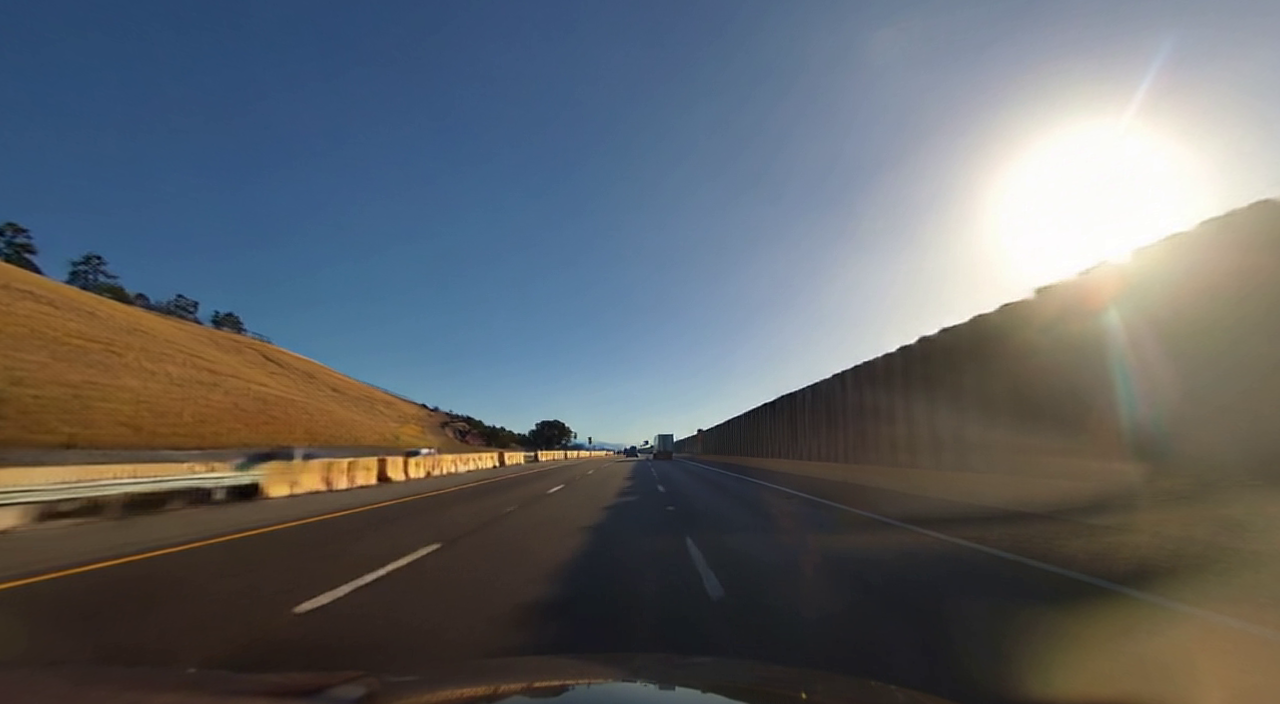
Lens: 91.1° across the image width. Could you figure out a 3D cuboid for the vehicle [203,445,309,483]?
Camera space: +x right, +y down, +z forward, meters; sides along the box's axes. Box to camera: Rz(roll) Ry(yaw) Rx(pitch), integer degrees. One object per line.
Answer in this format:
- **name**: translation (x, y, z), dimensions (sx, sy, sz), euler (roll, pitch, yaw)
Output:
- **vehicle**: translation (-17.093, 4.972, 28.293), dimensions (1.900, 1.524, 4.532), euler (-1, -9, 0)
